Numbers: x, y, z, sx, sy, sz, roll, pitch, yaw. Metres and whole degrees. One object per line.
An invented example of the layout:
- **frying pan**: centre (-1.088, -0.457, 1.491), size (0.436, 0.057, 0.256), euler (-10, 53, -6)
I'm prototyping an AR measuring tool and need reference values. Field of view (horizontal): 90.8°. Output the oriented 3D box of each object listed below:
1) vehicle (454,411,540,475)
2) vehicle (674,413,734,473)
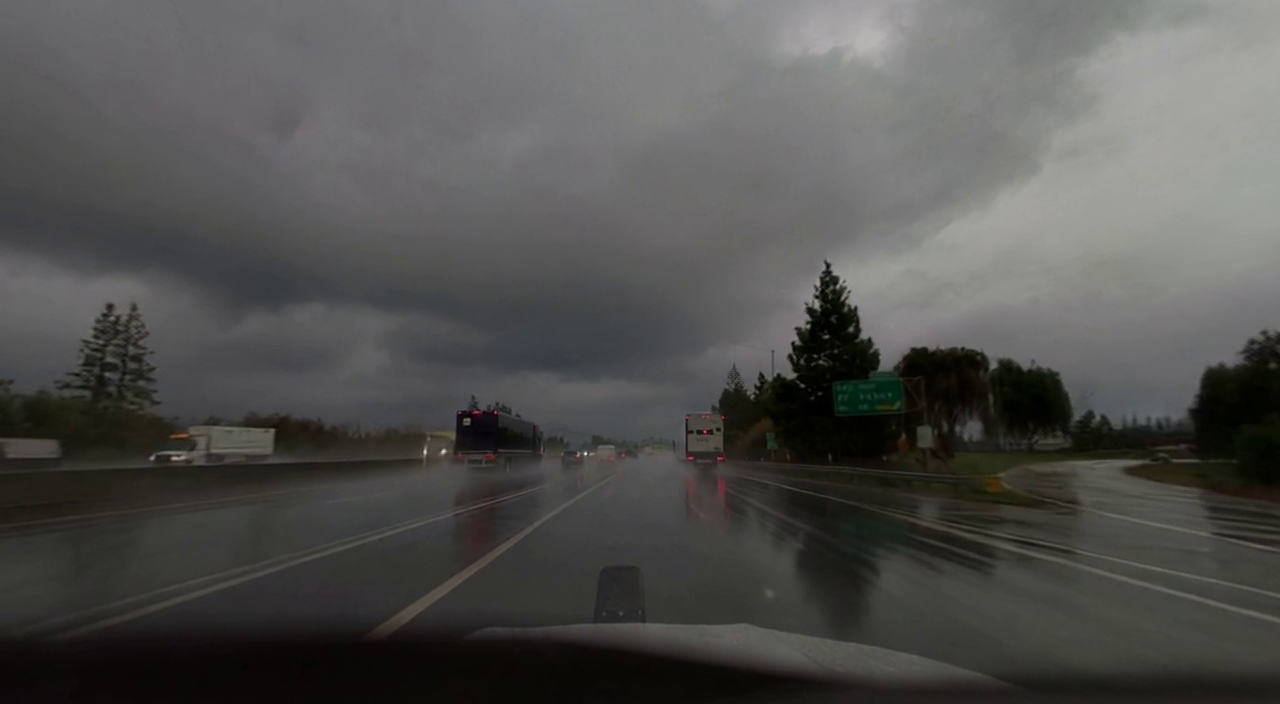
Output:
- **vehicle**: centre (-10.197, 6.873, 47.249), size (2.891, 4.062, 14.230), euler (0, -9, 1)
- **vehicle**: centre (4.280, 6.608, 45.433), size (2.928, 3.595, 13.975), euler (0, -9, 0)
